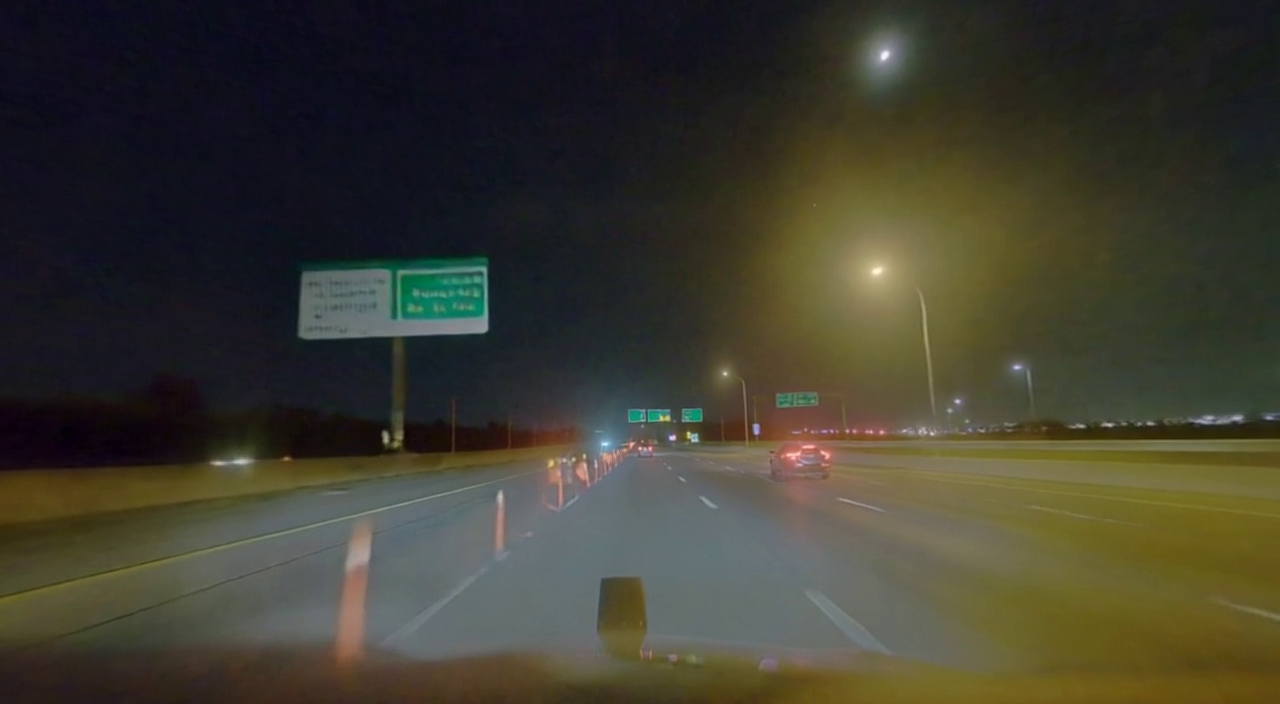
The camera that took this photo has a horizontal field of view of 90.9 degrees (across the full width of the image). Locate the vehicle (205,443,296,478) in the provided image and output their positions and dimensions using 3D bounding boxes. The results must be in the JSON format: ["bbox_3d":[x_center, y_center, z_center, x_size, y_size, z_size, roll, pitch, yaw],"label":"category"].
[{"bbox_3d":[-20.200,5.604,32.946,1.997,1.666,4.212,0,-8,0],"label":"vehicle"}]
